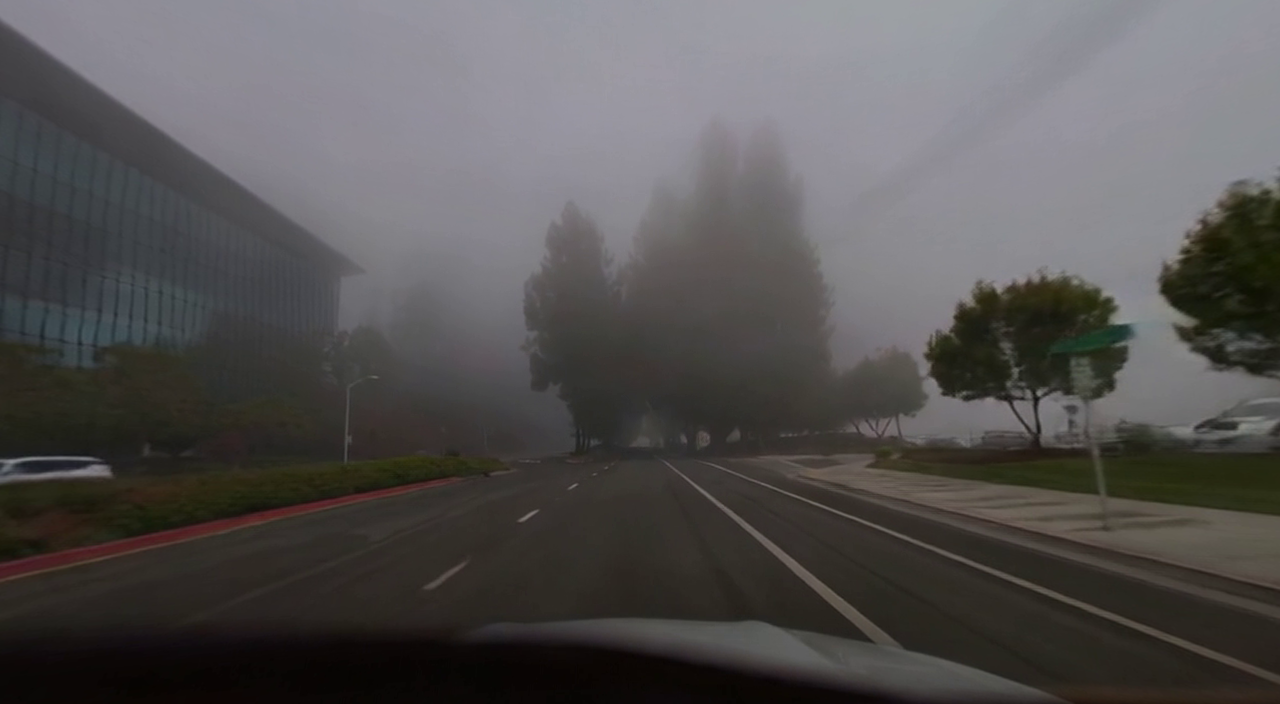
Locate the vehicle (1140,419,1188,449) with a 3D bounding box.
[{"bbox_3d":[32.466,5.117,39.141,1.940,1.727,4.262,-6,-10,36],"label":"vehicle"}]

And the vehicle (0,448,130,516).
[{"bbox_3d":[-15.706,3.191,15.733,1.982,1.504,4.683,0,-8,1],"label":"vehicle"}]
